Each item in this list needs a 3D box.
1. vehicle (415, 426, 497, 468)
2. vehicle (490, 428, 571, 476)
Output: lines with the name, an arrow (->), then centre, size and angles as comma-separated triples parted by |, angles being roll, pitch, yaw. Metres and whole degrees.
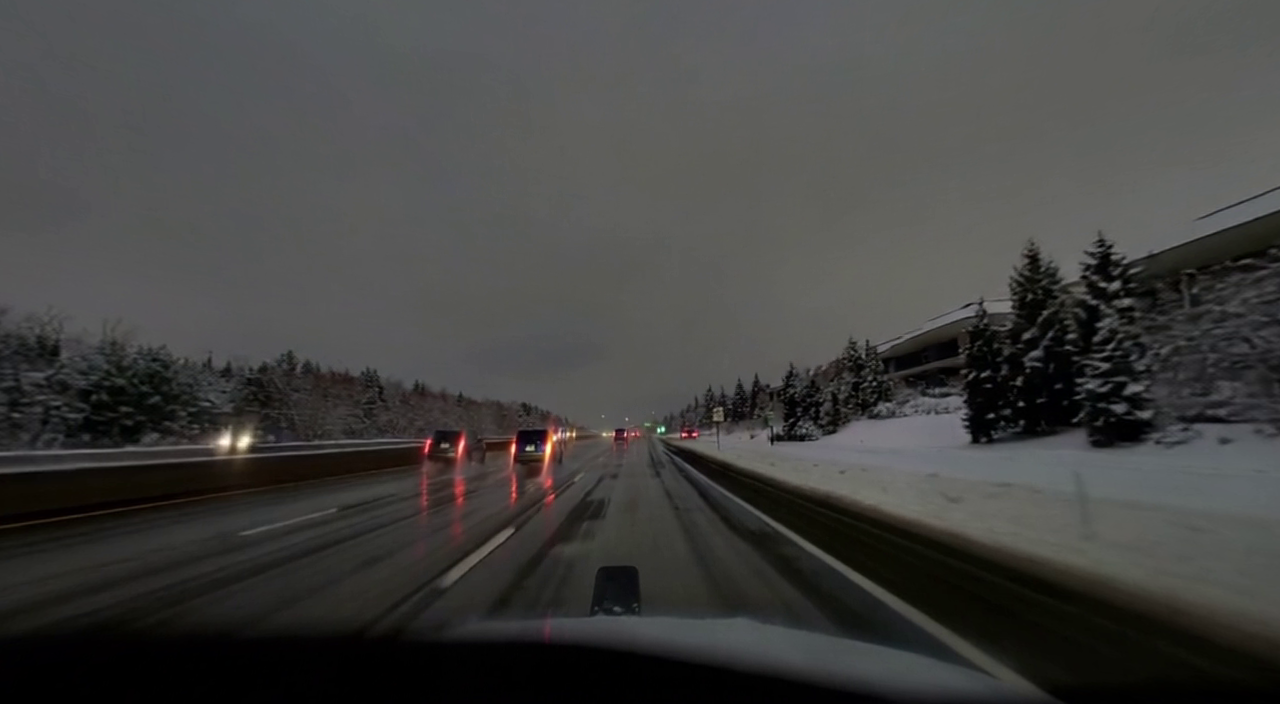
vehicle -> -7.412, 3.861, 25.832 | 1.985, 1.575, 4.453 | 0, -8, 1
vehicle -> -3.746, 3.502, 22.345 | 1.996, 1.490, 4.571 | 0, -8, 1
